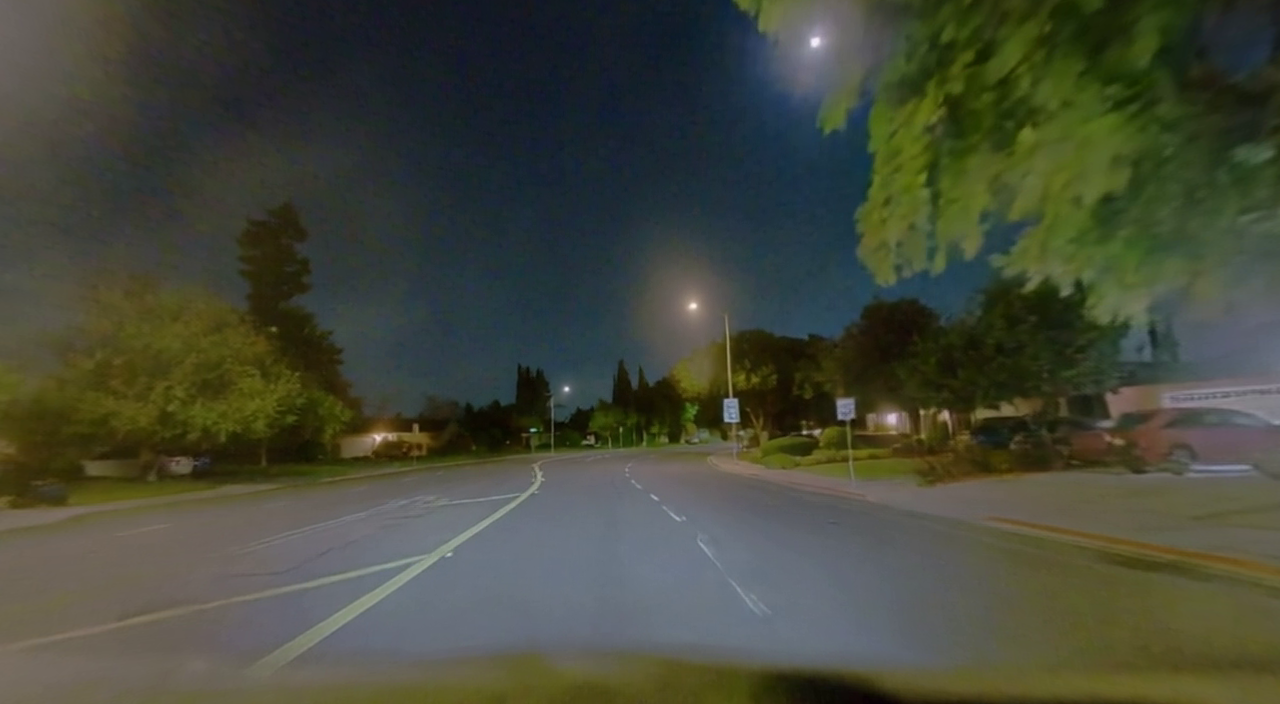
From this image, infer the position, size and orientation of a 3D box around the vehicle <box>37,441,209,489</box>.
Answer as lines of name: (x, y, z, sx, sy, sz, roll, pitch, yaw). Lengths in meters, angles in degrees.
vehicle: (-21.163, 4.622, 26.068, 4.879, 1.854, 2.265, 1, -9, -8)

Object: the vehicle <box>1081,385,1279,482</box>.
vehicle: (14.200, 1.867, 14.612, 5.793, 2.017, 2.535, -4, -9, 13)

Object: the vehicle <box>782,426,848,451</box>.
vehicle: (13.416, 6.675, 48.524, 4.766, 1.789, 1.939, -2, -9, 12)
